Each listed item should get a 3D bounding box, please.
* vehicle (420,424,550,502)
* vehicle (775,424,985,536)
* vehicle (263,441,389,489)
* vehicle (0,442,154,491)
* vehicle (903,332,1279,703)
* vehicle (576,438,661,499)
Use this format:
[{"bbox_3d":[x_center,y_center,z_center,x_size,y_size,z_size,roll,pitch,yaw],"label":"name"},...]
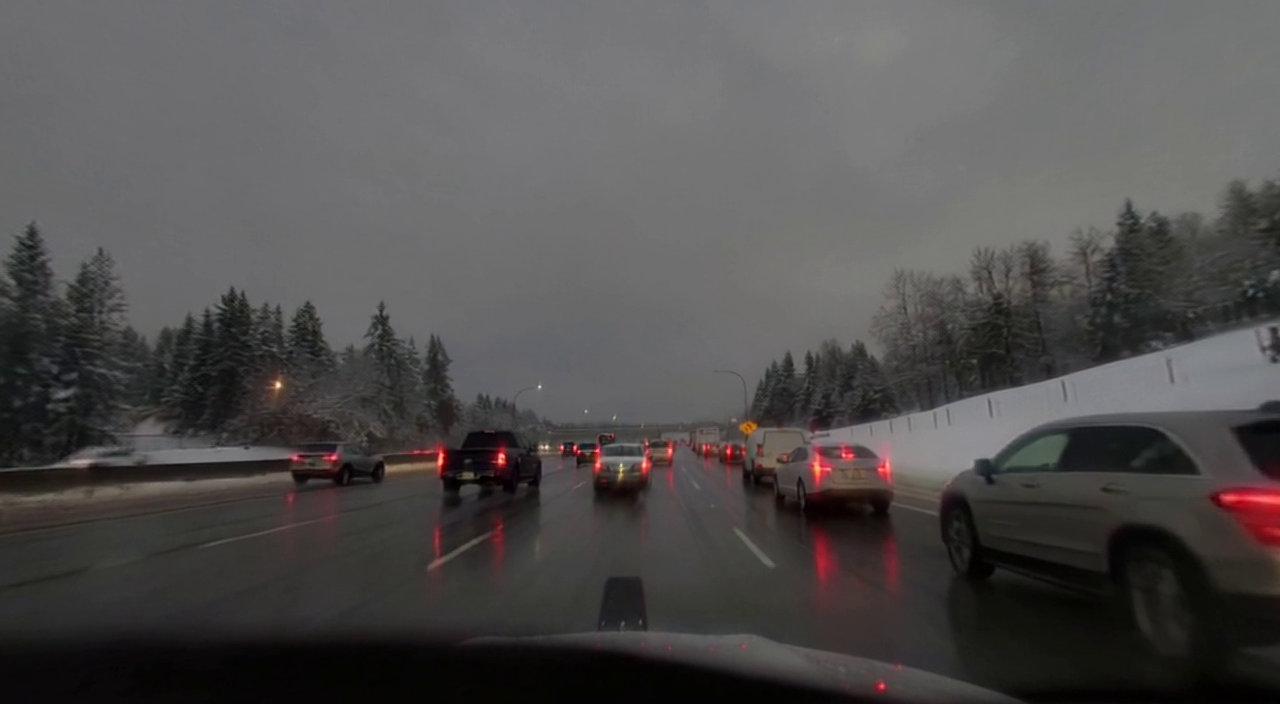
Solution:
[{"bbox_3d":[-4.045,3.016,17.638,2.110,1.811,5.585,0,-8,1],"label":"vehicle"},{"bbox_3d":[3.878,2.139,11.194,1.984,1.567,4.475,0,-8,1],"label":"vehicle"},{"bbox_3d":[-10.859,3.923,22.281,1.907,1.508,4.608,-1,-8,3],"label":"vehicle"},{"bbox_3d":[-22.596,4.486,25.224,2.110,1.748,5.051,-1,-8,2],"label":"vehicle"},{"bbox_3d":[3.886,1.062,4.547,2.003,1.778,4.658,0,-8,1],"label":"vehicle"},{"bbox_3d":[-0.472,3.156,17.510,2.070,1.456,4.029,0,-8,1],"label":"vehicle"}]
